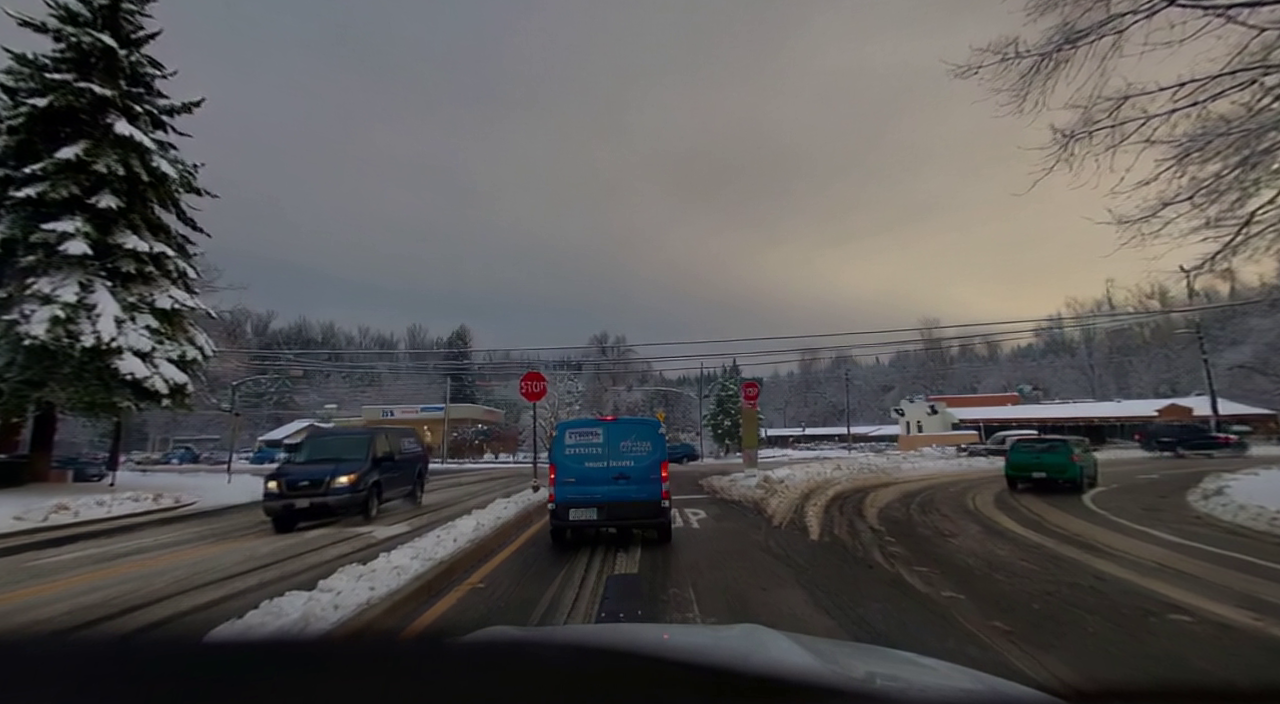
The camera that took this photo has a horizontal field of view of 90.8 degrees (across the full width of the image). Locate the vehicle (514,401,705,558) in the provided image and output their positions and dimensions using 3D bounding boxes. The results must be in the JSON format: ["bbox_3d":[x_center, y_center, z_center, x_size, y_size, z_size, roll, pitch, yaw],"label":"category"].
[{"bbox_3d":[-0.295,1.846,9.768,2.237,1.828,4.546,0,-9,2],"label":"vehicle"}]

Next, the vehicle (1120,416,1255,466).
[{"bbox_3d":[23.260,3.790,26.850,4.946,1.973,2.204,4,-9,-23],"label":"vehicle"}]

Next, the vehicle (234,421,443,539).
[{"bbox_3d":[-5.176,2.237,11.703,1.985,1.710,4.651,1,-9,-6],"label":"vehicle"}]

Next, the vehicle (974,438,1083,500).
[{"bbox_3d":[11.147,3.240,17.971,2.079,1.504,4.828,-6,-11,36],"label":"vehicle"}]

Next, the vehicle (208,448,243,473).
[{"bbox_3d":[-29.925,7.801,45.700,1.913,1.682,4.120,5,-10,-32],"label":"vehicle"}]

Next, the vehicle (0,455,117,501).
[{"bbox_3d":[-21.393,4.394,22.363,2.038,1.392,4.362,0,-9,-1],"label":"vehicle"}]
